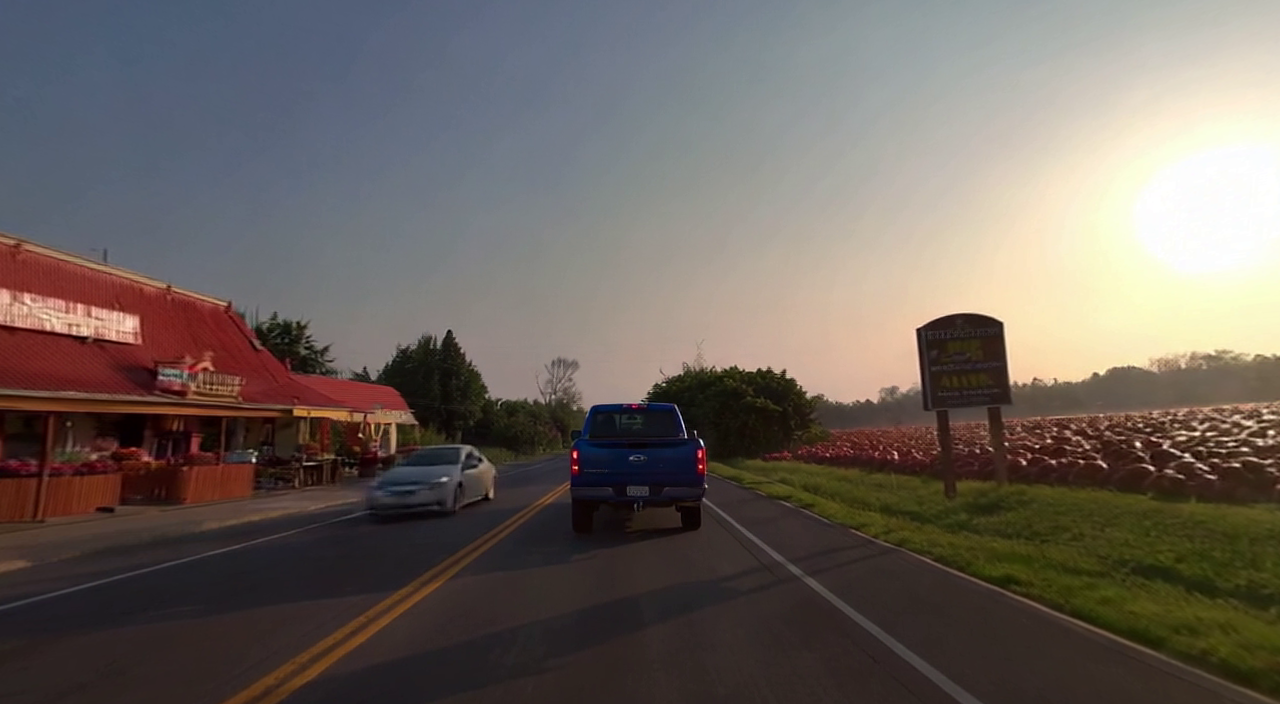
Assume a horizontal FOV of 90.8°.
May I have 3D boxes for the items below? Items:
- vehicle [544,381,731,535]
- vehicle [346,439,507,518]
[{"bbox_3d":[-0.116,1.970,12.182,2.693,2.223,5.885,0,-8,-2],"label":"vehicle"},{"bbox_3d":[-4.520,2.730,14.231,2.121,1.473,4.390,0,-8,-1],"label":"vehicle"}]
